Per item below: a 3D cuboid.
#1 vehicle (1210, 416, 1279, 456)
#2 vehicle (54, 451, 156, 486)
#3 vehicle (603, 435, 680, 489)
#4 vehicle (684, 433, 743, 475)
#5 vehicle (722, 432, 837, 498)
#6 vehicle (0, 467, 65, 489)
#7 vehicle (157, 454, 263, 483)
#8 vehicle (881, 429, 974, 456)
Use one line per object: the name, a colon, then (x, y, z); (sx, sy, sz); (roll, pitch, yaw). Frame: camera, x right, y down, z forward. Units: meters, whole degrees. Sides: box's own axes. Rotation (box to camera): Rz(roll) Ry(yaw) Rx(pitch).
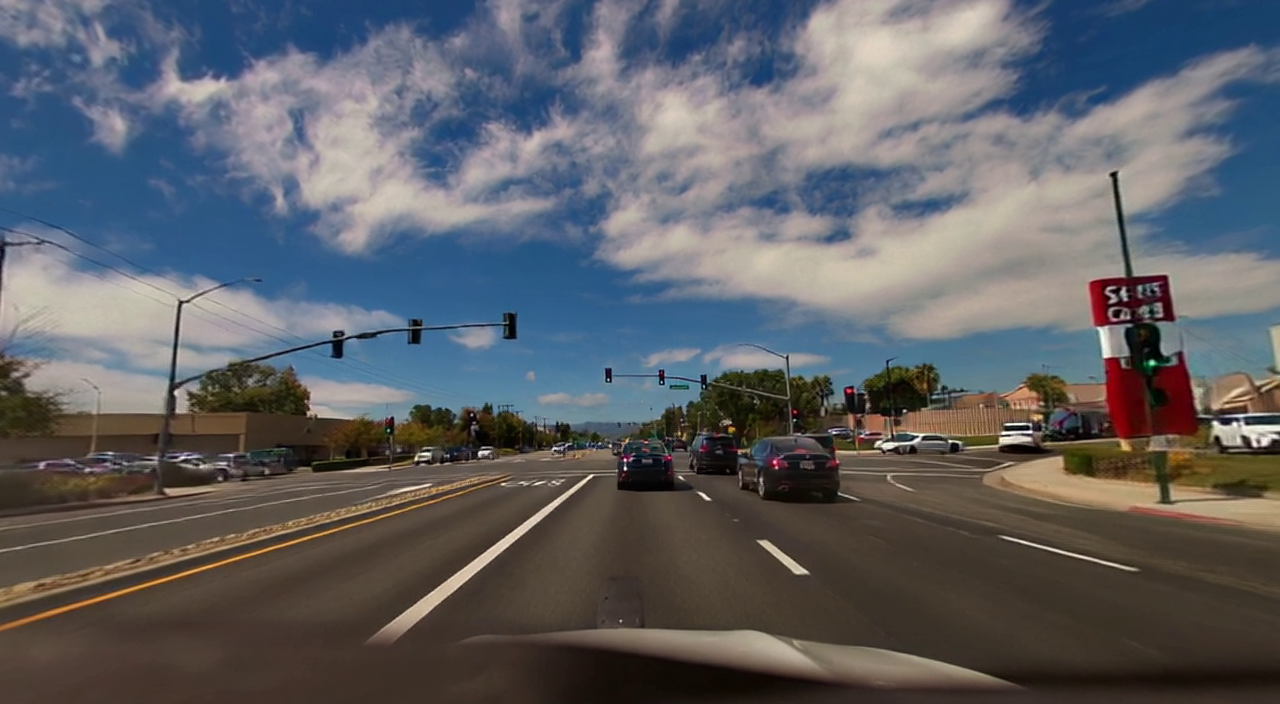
vehicle: (25.898, 3.512, 26.277); (2.222, 1.538, 4.817); (-5, -10, 30)
vehicle: (-38.336, 8.336, 45.391); (5.135, 2.388, 2.288); (0, -8, -1)
vehicle: (0.007, 3.367, 19.647); (2.135, 1.468, 4.076); (0, -8, -1)
vehicle: (3.114, 4.445, 27.719); (1.973, 1.633, 4.717); (0, -8, -1)
vehicle: (3.478, 2.915, 16.704); (1.889, 1.473, 4.643); (0, -8, -1)
vehicle: (-44.549, 8.995, 45.297); (4.604, 1.447, 1.892); (0, -8, -3)
vehicle: (-26.303, 7.135, 38.785); (4.780, 1.669, 2.232); (0, -8, -2)
vehicle: (19.966, 6.311, 44.078); (5.438, 1.776, 2.032); (0, -8, 0)
